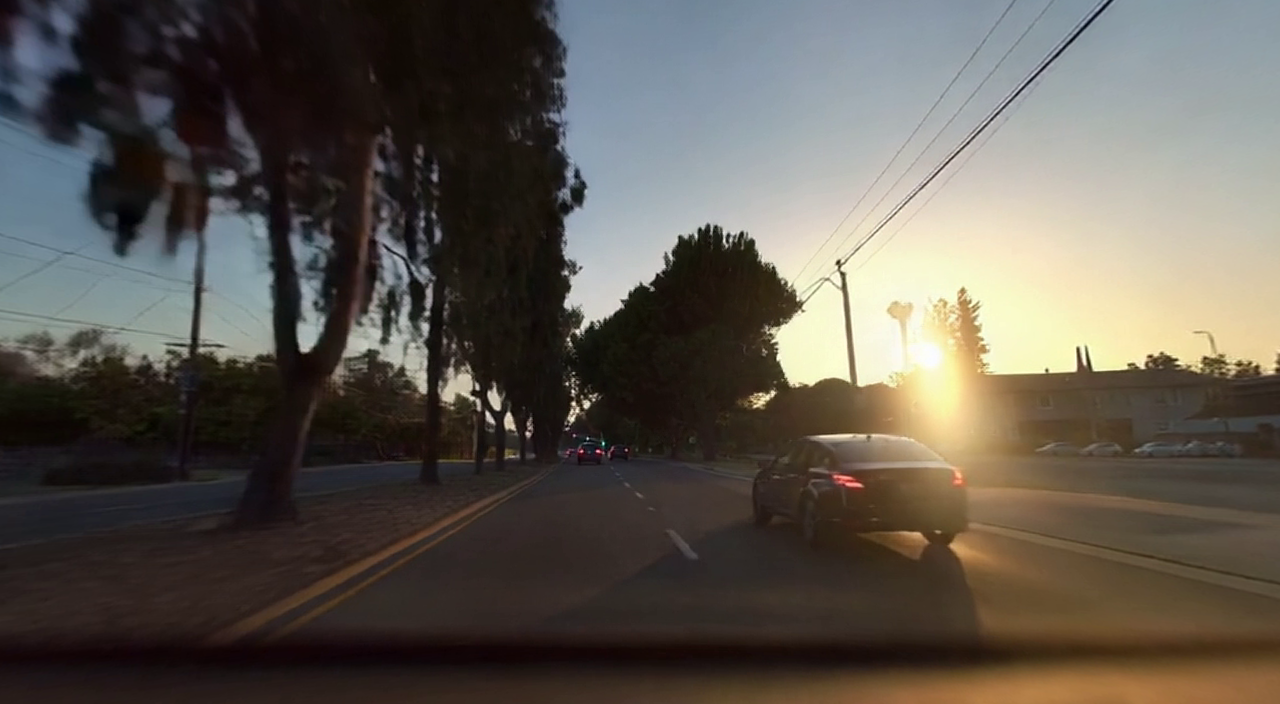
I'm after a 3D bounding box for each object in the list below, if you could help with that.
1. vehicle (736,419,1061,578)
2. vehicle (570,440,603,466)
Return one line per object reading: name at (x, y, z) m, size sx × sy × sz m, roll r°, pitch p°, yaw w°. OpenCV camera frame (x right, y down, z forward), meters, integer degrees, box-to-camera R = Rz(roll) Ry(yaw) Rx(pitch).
vehicle at (3.050, 1.868, 8.959) m, size 2.235 × 1.597 × 4.918 m, roll 1°, pitch -9°, yaw -4°
vehicle at (-3.841, 7.205, 45.108) m, size 2.189 × 1.776 × 4.342 m, roll 1°, pitch -9°, yaw -5°
